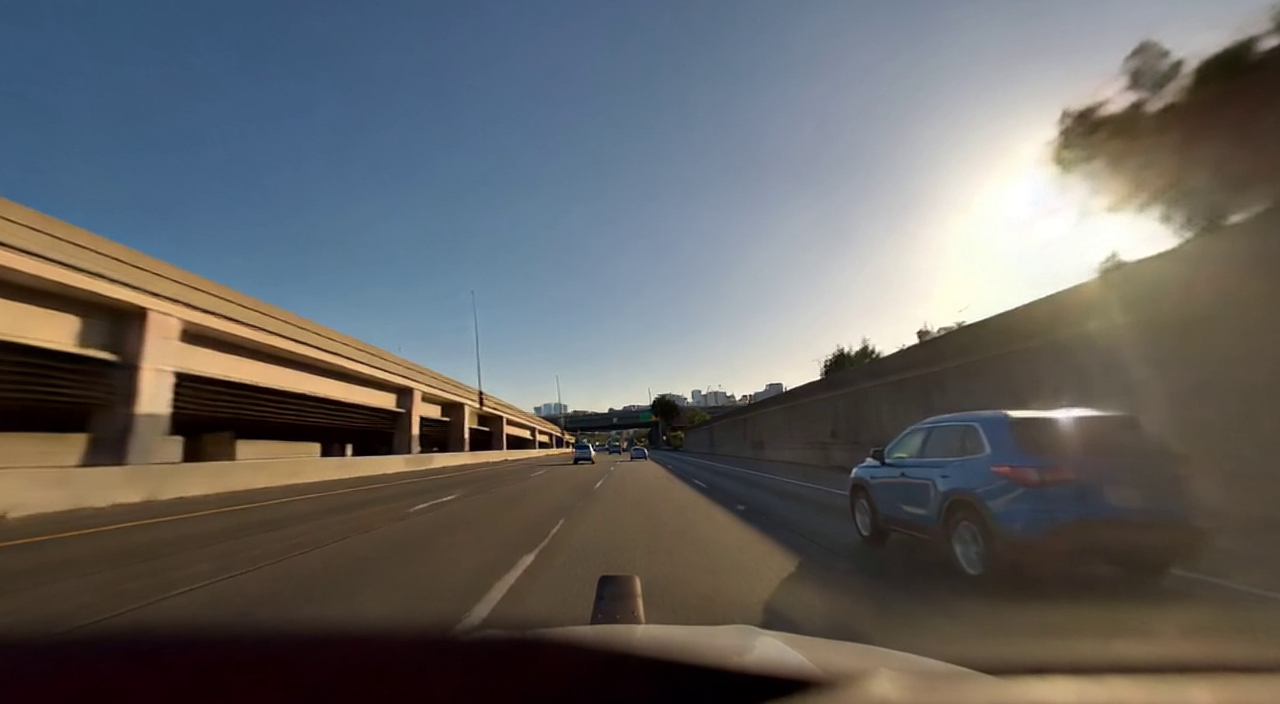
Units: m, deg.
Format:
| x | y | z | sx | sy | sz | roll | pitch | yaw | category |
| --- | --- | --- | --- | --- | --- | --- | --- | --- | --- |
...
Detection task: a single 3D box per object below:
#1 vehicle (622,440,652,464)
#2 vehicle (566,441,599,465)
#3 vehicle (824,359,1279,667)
| x | y | z | sx | sy | sz | roll | pitch | yaw | category |
| --- | --- | --- | --- | --- | --- | --- | --- | --- | --- |
| -0.246 | 7.399 | 46.802 | 2.132 | 1.657 | 3.967 | 0 | -8 | -1 | vehicle |
| -4.097 | 7.254 | 45.620 | 2.000 | 1.646 | 4.201 | 0 | -8 | -1 | vehicle |
| 3.736 | 1.306 | 6.261 | 2.288 | 1.841 | 4.779 | 0 | -8 | -1 | vehicle |
